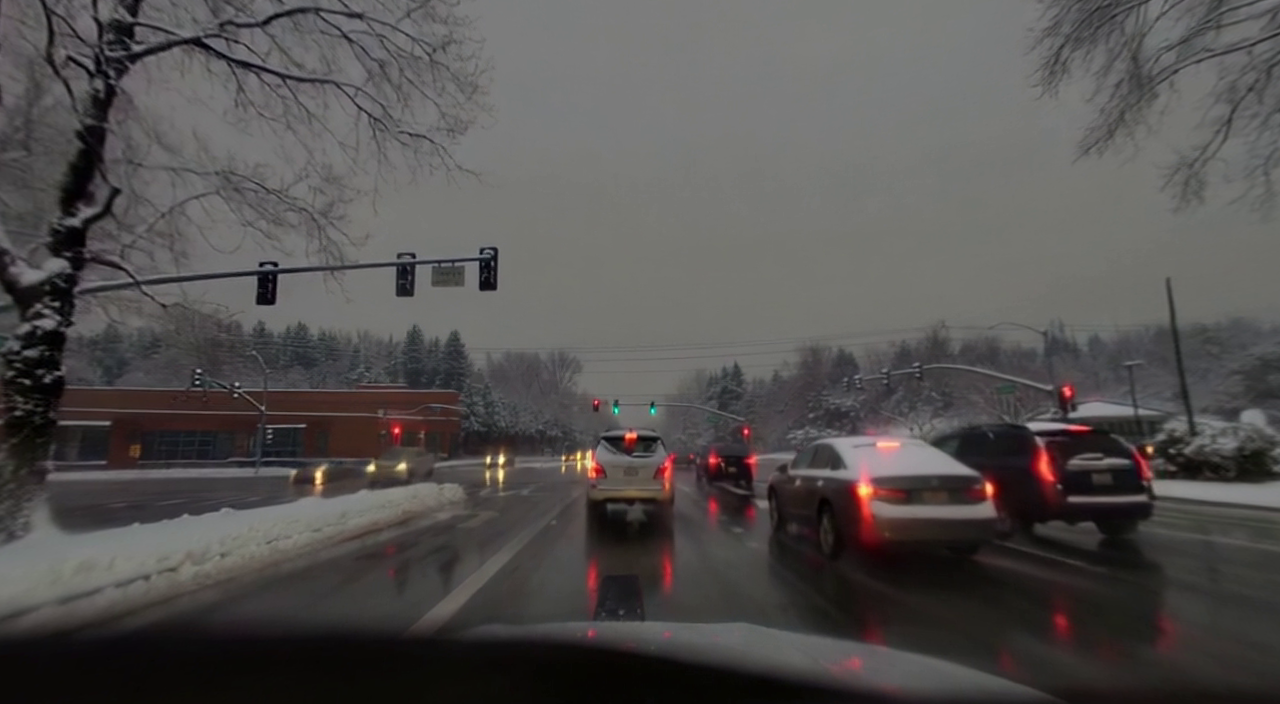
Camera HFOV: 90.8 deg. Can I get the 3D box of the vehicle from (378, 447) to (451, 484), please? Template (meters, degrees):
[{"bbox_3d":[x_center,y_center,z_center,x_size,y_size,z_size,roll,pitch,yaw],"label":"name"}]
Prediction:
[{"bbox_3d":[-11.154,5.624,31.644,2.032,1.671,4.316,0,-8,0],"label":"vehicle"}]

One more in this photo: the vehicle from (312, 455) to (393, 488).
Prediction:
[{"bbox_3d":[-14.469,6.020,32.100,2.107,1.448,4.179,0,-8,0],"label":"vehicle"}]

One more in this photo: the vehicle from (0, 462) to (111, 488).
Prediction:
[{"bbox_3d":[-35.110,7.325,37.824,4.845,1.442,1.880,2,-9,-13],"label":"vehicle"}]

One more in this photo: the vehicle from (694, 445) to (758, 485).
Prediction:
[{"bbox_3d":[3.503,4.697,26.518,2.004,1.523,4.263,0,-8,-1],"label":"vehicle"}]

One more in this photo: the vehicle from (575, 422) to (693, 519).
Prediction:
[{"bbox_3d":[-0.126,2.592,14.297,2.236,1.827,4.316,0,-8,0],"label":"vehicle"}]

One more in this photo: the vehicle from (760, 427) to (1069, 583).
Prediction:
[{"bbox_3d":[3.254,1.915,8.864,2.034,1.558,4.774,0,-8,-2],"label":"vehicle"}]

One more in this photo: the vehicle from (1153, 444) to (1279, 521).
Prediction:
[{"bbox_3d":[14.482,2.887,14.193,2.125,1.592,4.428,0,-8,-1],"label":"vehicle"}]
